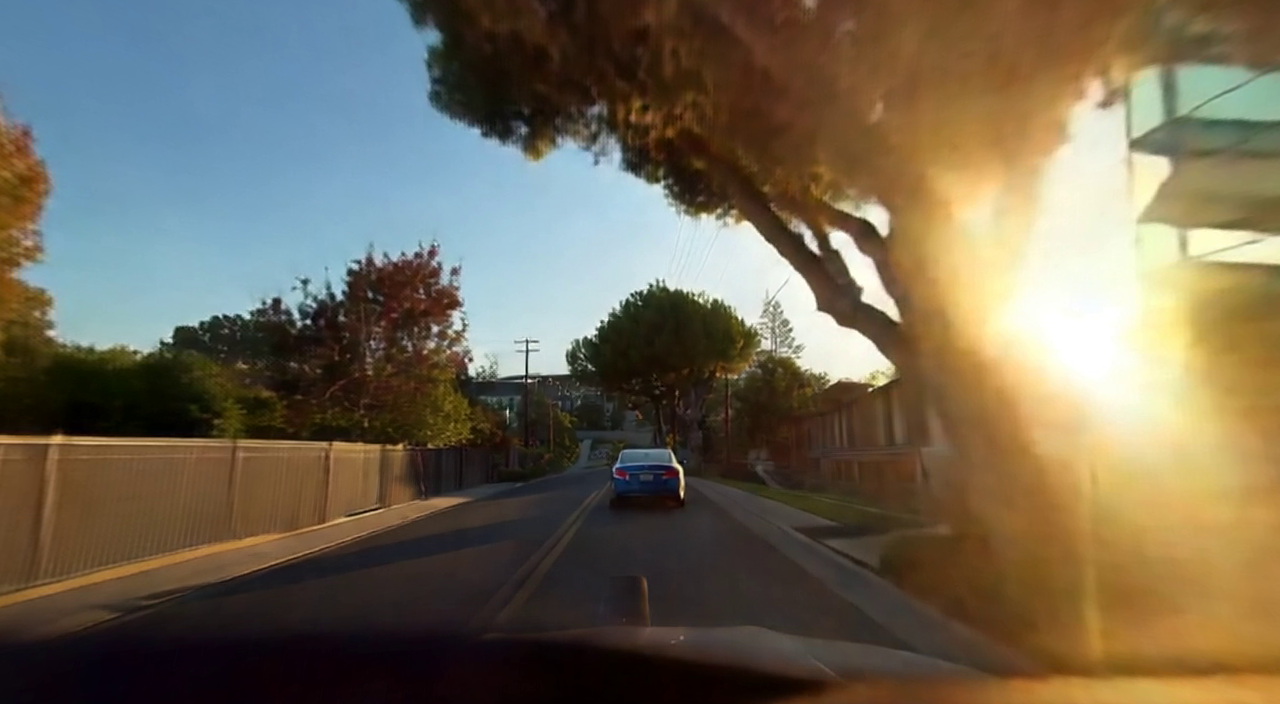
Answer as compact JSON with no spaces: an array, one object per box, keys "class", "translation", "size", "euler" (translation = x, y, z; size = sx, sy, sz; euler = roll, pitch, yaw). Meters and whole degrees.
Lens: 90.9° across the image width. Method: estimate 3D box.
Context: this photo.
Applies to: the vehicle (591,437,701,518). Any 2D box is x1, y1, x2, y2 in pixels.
[{"class":"vehicle","translation":[0.094,2.650,13.900],"size":[2.060,1.487,3.920],"euler":[0,-8,-1]}]
